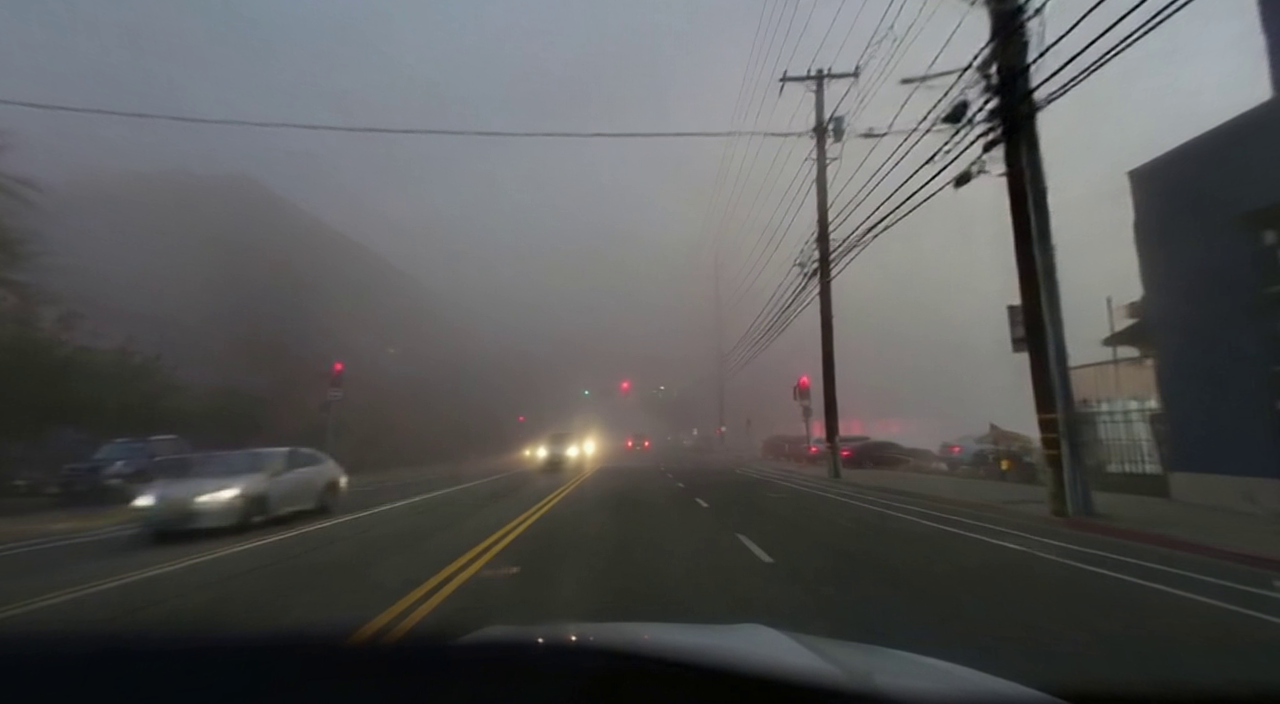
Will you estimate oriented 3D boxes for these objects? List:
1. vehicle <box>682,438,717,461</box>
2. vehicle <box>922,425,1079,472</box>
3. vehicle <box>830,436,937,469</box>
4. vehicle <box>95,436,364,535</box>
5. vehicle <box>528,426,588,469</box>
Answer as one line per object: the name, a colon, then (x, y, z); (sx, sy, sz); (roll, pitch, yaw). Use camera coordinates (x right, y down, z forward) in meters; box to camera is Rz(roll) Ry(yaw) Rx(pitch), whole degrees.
vehicle: (4.071, 6.731, 43.868); (1.926, 1.482, 4.442); (0, -8, 0)
vehicle: (15.023, 4.043, 26.569); (5.307, 1.877, 2.052); (0, -8, -1)
vehicle: (11.283, 4.694, 29.493); (4.238, 1.464, 1.862); (-1, -9, 2)
vehicle: (-7.253, 2.373, 11.948); (2.020, 1.479, 4.612); (0, -8, 0)
vehicle: (-3.936, 4.741, 31.428); (2.277, 1.904, 5.583); (0, -8, 0)
